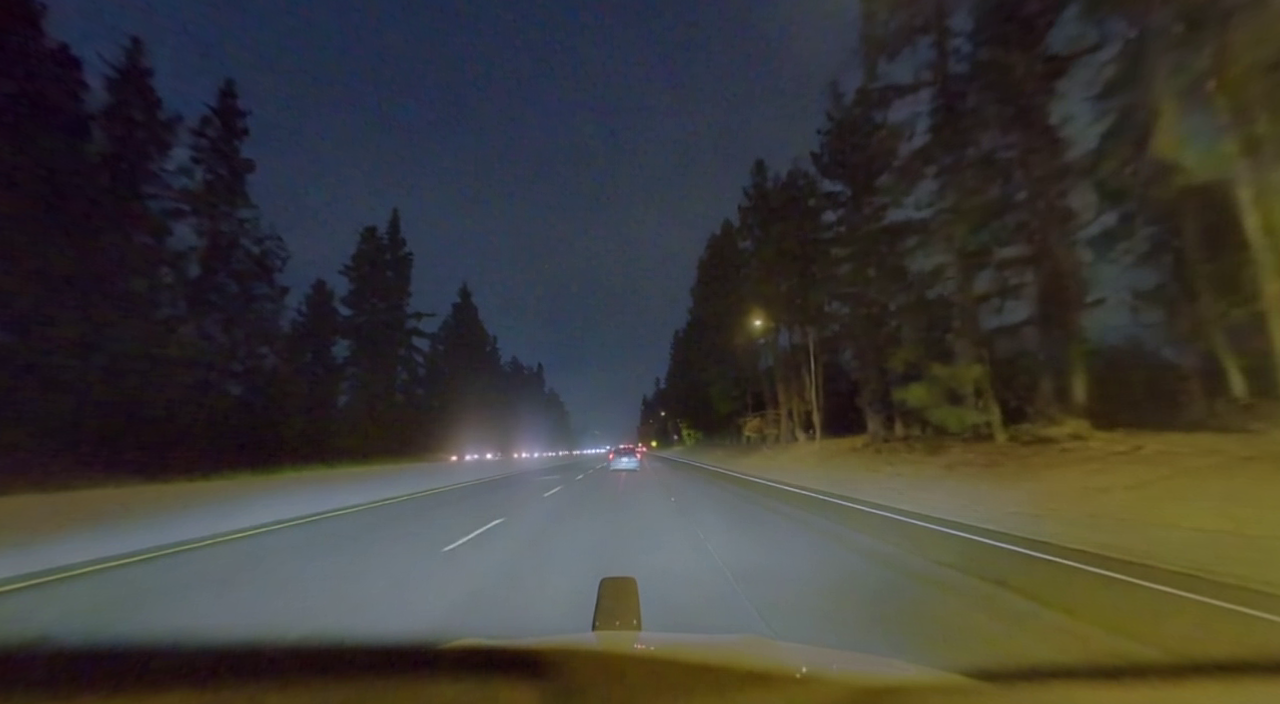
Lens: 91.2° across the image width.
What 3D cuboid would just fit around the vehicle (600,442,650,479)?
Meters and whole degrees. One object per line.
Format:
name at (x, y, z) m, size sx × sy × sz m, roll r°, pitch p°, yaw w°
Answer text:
vehicle at (-0.642, 4.846, 28.187) m, size 2.095 × 1.537 × 4.017 m, roll 0°, pitch -9°, yaw -1°
